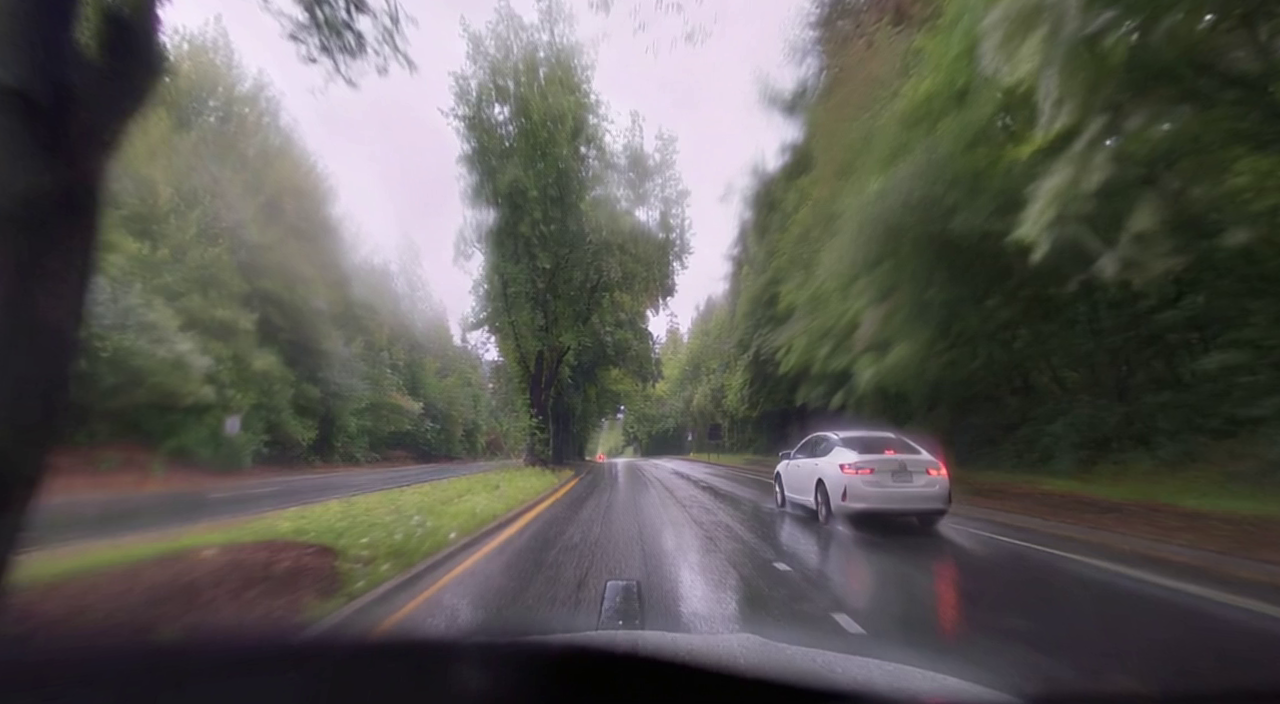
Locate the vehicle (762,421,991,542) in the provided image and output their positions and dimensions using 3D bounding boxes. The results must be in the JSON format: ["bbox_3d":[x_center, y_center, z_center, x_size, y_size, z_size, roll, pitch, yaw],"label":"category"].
[{"bbox_3d":[3.596,2.069,10.762,2.060,1.584,4.592,0,-9,-1],"label":"vehicle"}]
